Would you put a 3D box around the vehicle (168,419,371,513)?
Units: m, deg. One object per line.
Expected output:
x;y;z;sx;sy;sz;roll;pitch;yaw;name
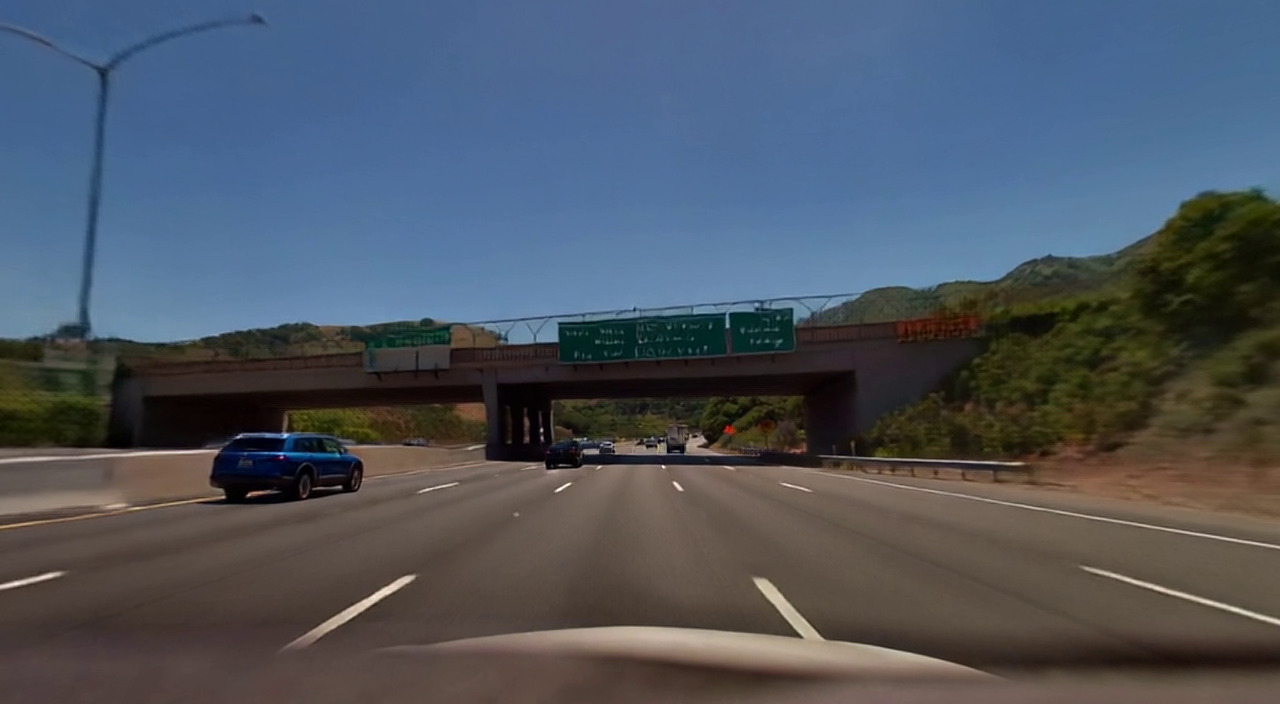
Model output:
-7.683;2.413;13.703;1.860;1.694;4.173;0;-9;0;vehicle

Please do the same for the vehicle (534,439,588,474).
-3.673;4.927;29.986;1.925;1.509;4.363;0;-9;1;vehicle
